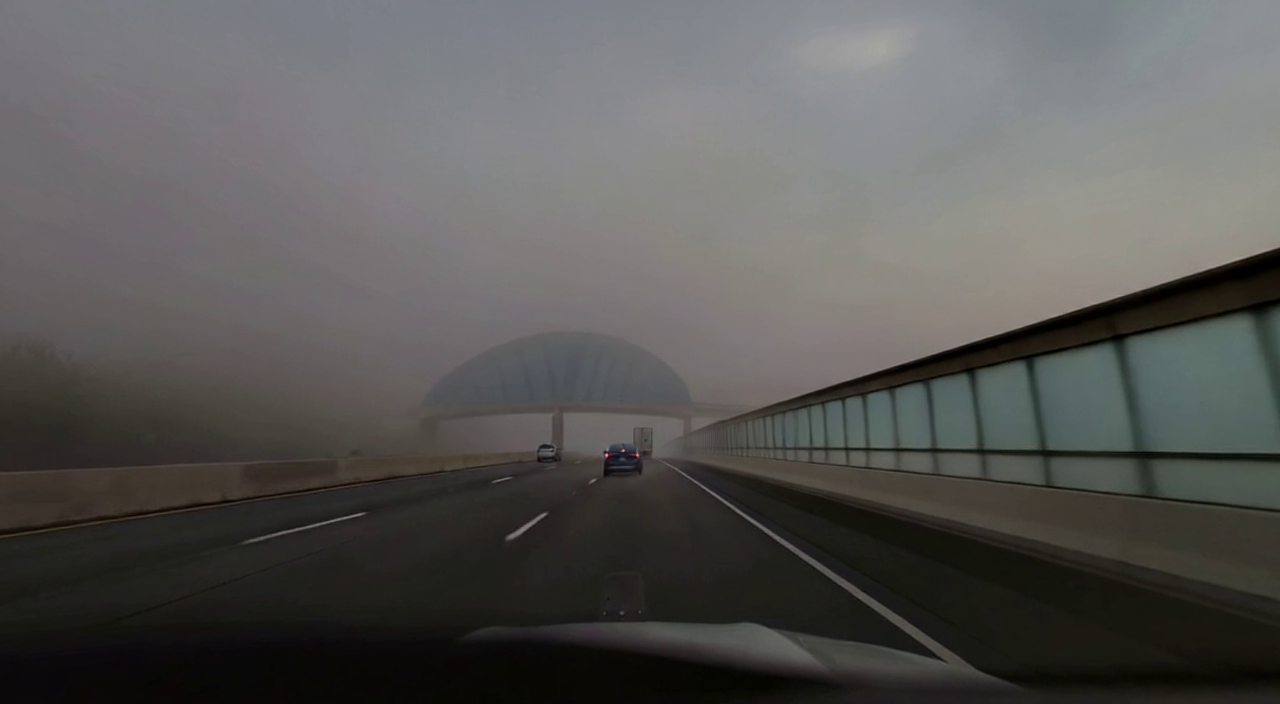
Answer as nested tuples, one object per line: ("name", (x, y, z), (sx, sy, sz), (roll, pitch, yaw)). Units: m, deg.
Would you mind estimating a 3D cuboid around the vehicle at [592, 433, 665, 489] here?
("vehicle", (-0.323, 3.814, 22.326), (2.299, 1.716, 4.579), (-1, -9, 1))
